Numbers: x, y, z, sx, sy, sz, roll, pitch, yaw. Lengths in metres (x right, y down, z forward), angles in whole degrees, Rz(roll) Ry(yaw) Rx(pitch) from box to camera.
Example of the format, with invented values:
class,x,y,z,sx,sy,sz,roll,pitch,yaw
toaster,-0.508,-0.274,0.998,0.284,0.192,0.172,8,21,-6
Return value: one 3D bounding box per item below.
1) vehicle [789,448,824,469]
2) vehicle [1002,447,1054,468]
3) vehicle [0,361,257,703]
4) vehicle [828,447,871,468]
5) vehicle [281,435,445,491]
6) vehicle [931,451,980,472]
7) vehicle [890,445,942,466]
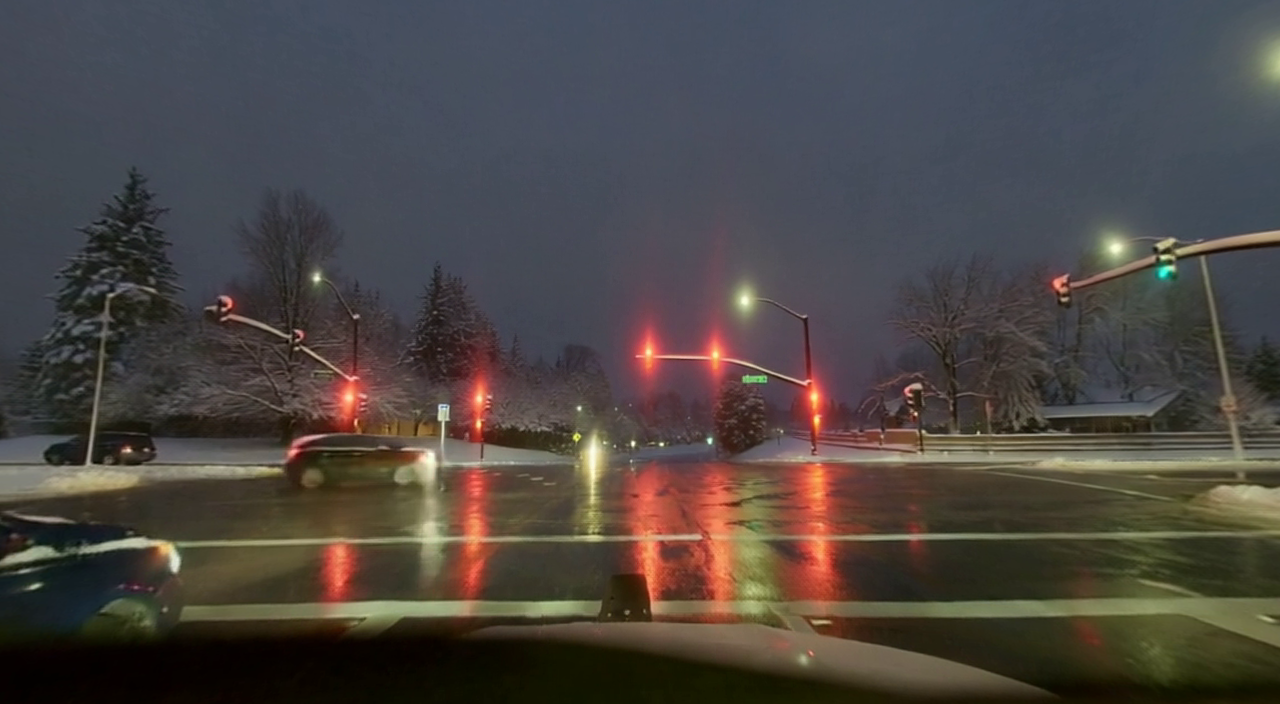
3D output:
class,x,y,z,sx,sy,sz,roll,pitch,yaw
vehicle,12.533,7.976,47.522,1.647,1.386,3.725,-2,-8,1
vehicle,28.447,7.729,46.284,1.662,1.440,3.583,-1,-8,3
vehicle,-3.053,0.706,1.149,2.055,1.573,4.065,-1,-8,2
vehicle,15.546,7.854,47.051,1.714,1.458,4.206,0,-8,0
vehicle,-7.918,3.199,18.300,3.894,1.490,1.810,-1,-8,2
vehicle,23.001,7.986,46.055,1.633,1.324,3.449,-1,-8,-3
vehicle,20.550,7.690,47.115,1.815,1.515,4.552,0,-8,0
